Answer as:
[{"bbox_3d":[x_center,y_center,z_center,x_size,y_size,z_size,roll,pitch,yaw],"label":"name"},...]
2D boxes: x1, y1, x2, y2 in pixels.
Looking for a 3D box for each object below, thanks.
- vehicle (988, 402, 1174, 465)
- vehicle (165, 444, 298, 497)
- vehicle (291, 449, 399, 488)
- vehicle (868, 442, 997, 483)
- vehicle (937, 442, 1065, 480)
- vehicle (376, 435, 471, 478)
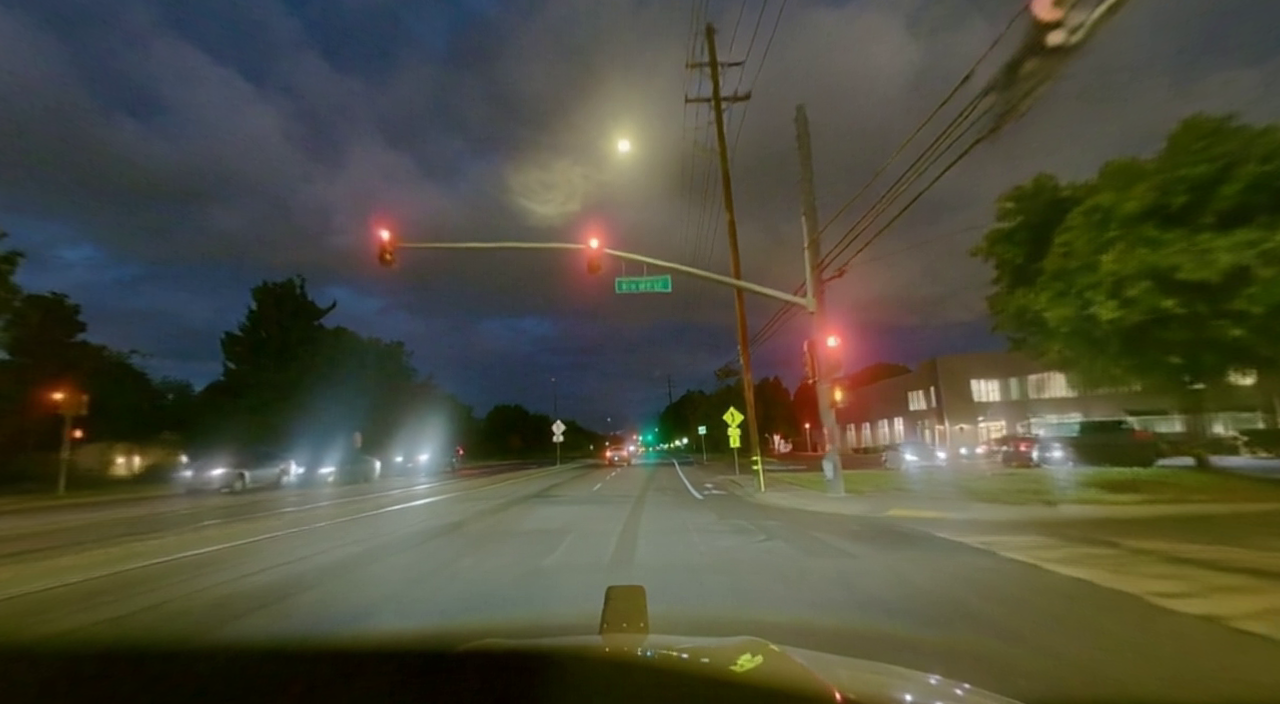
[{"bbox_3d":[18.393,3.500,26.707,2.609,2.332,5.734,4,-10,-27],"label":"vehicle"},{"bbox_3d":[-16.156,4.668,25.290,2.112,1.880,4.479,-1,-9,4],"label":"vehicle"},{"bbox_3d":[-12.652,5.003,27.450,2.090,1.519,4.919,-1,-9,3],"label":"vehicle"},{"bbox_3d":[12.283,4.621,26.852,1.897,1.532,4.694,4,-9,-28],"label":"vehicle"},{"bbox_3d":[15.383,4.611,27.108,1.994,1.453,4.249,3,-9,-28],"label":"vehicle"},{"bbox_3d":[-12.310,5.990,36.523,2.798,2.249,6.296,-1,-9,6],"label":"vehicle"}]
